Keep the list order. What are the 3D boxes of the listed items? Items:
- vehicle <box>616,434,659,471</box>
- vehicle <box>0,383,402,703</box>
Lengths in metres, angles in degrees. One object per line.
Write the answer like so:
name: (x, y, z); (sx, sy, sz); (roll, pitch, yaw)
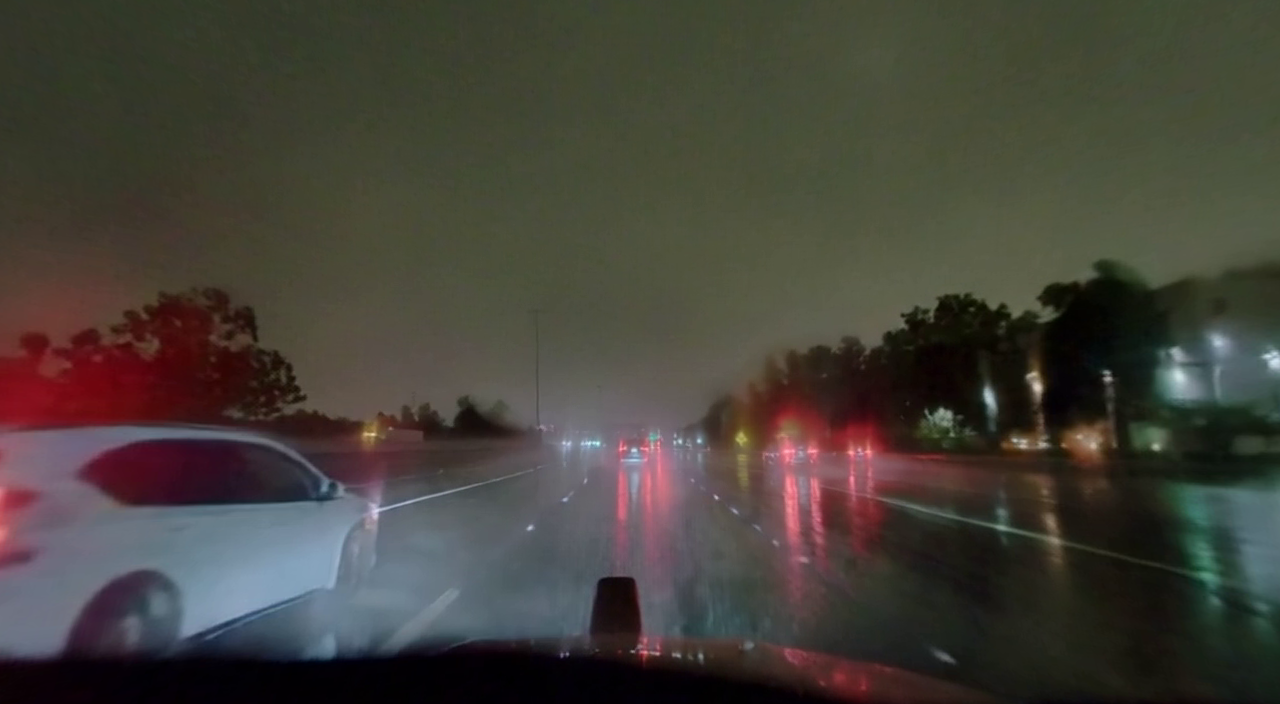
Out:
vehicle: (-0.137, 5.682, 35.943); (2.269, 1.924, 4.596); (0, -8, 0)
vehicle: (-3.440, 1.118, 3.751); (2.140, 1.574, 4.946); (0, -8, 0)
